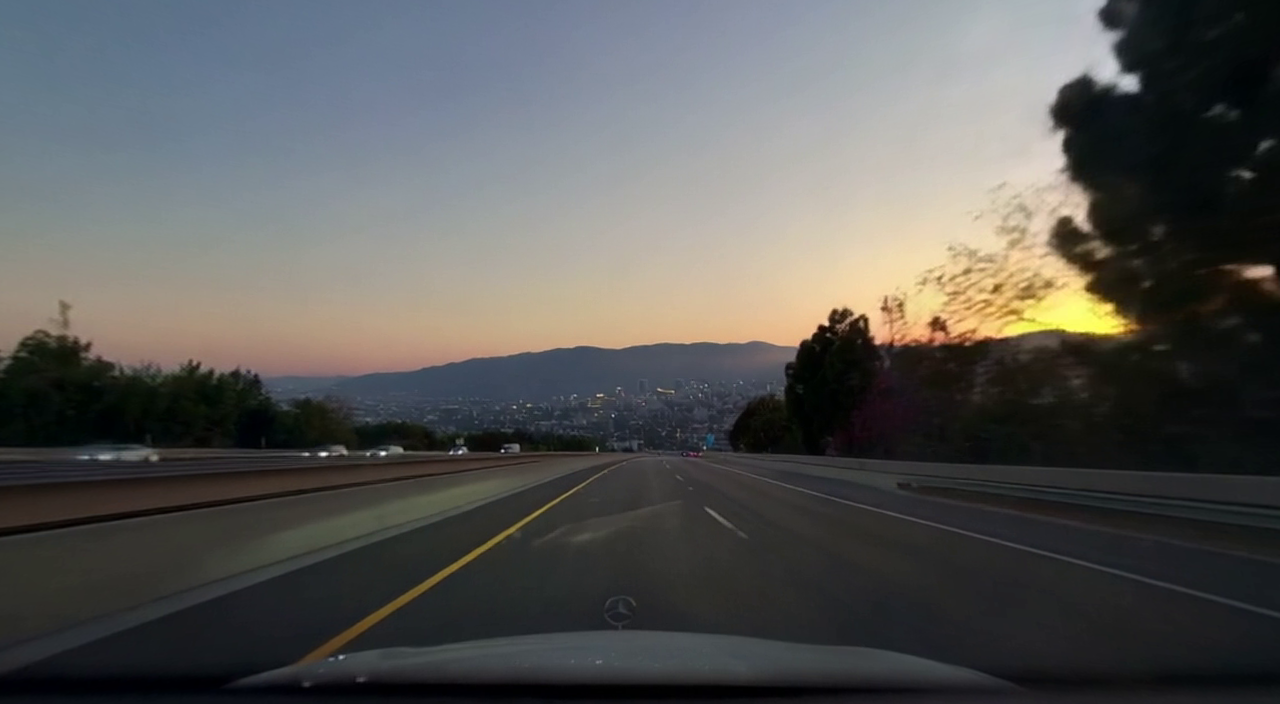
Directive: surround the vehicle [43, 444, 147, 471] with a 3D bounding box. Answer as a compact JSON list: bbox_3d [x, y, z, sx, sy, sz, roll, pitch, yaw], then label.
[{"bbox_3d":[-32.230,6.214,37.447,1.979,1.479,4.905,0,-8,-3],"label":"vehicle"}]
